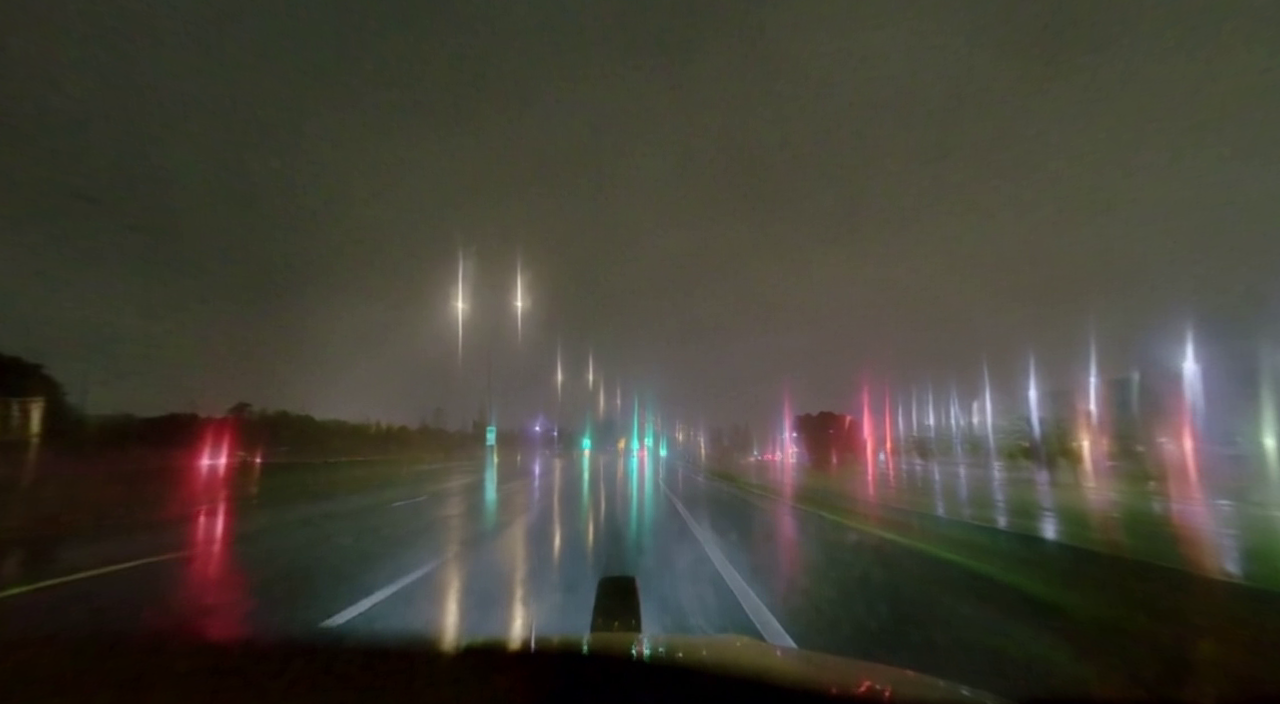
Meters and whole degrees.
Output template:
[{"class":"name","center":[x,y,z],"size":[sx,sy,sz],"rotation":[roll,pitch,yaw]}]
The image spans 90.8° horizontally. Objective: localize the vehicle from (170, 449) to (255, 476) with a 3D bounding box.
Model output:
[{"class":"vehicle","center":[-26.524,6.873,39.445],"size":[1.923,1.563,4.762],"rotation":[0,-9,1]}]
